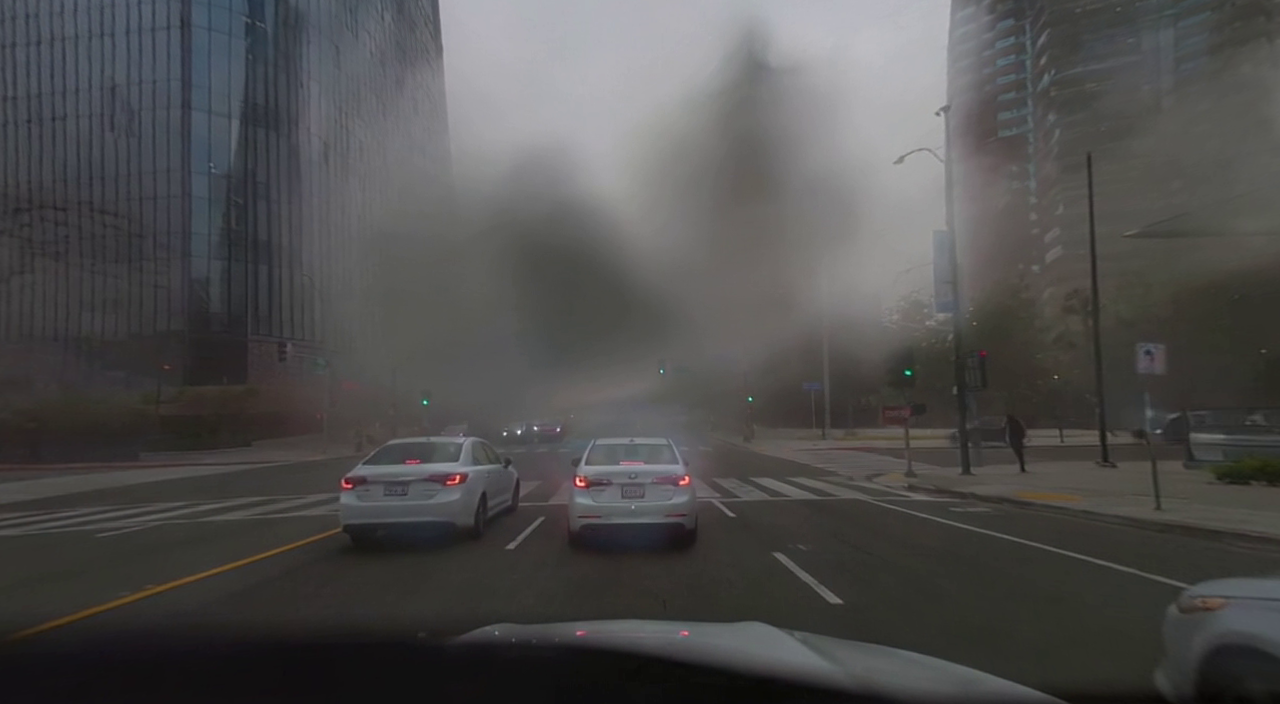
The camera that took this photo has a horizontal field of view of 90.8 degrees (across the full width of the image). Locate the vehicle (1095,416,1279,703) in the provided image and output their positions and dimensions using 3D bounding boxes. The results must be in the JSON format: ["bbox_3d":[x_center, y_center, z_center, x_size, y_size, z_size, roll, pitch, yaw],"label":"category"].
[{"bbox_3d":[3.108,0.739,0.754,1.915,1.434,4.175,0,-8,-2],"label":"vehicle"}]

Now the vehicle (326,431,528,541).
[{"bbox_3d":[-3.307,2.169,10.969,1.995,1.479,4.627,0,-8,-1],"label":"vehicle"}]

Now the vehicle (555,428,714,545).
[{"bbox_3d":[-0.138,2.000,10.018,2.016,1.478,3.795,0,-8,-2],"label":"vehicle"}]

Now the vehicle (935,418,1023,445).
[{"bbox_3d":[24.654,5.803,46.071,5.201,1.894,2.178,0,-8,-3],"label":"vehicle"}]
